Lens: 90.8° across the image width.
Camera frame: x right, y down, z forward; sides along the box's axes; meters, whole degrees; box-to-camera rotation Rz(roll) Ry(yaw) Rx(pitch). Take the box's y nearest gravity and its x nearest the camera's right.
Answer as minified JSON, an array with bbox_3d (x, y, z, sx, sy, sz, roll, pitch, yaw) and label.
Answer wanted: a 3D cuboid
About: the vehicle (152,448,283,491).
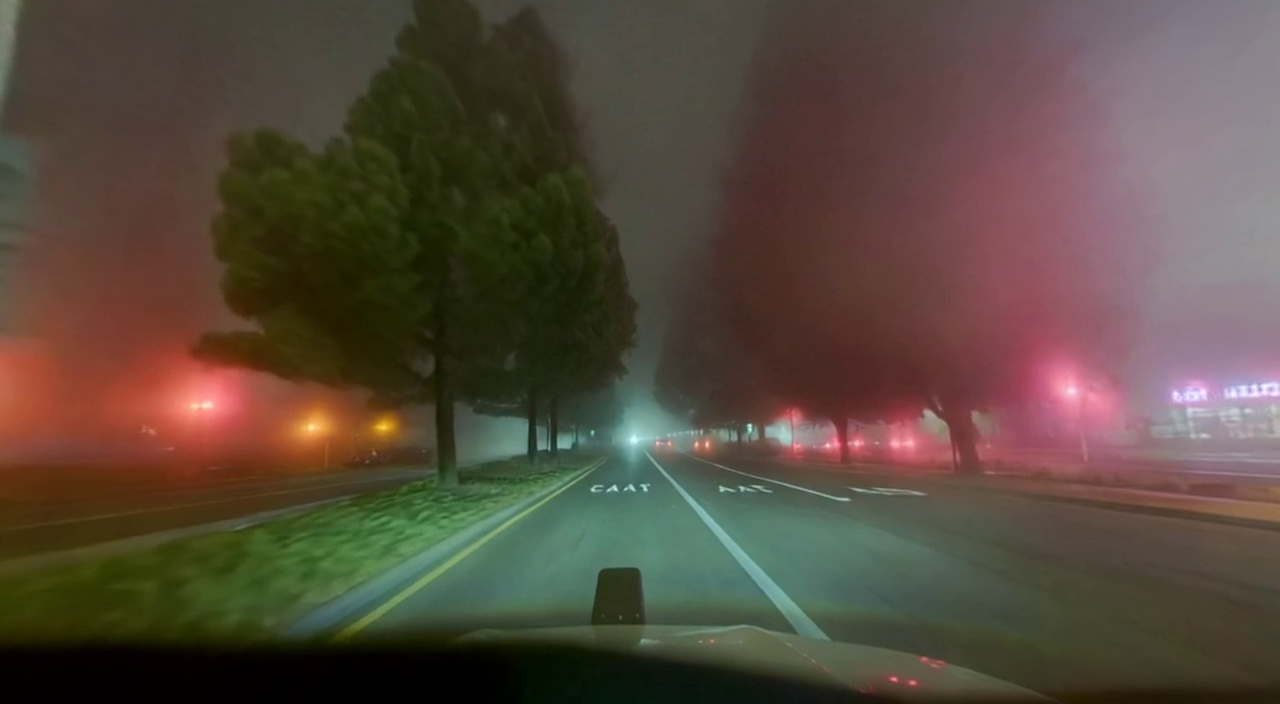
[{"bbox_3d":[-16.206,4.493,24.571,1.961,1.480,4.520,0,-8,0],"label":"vehicle"}]
